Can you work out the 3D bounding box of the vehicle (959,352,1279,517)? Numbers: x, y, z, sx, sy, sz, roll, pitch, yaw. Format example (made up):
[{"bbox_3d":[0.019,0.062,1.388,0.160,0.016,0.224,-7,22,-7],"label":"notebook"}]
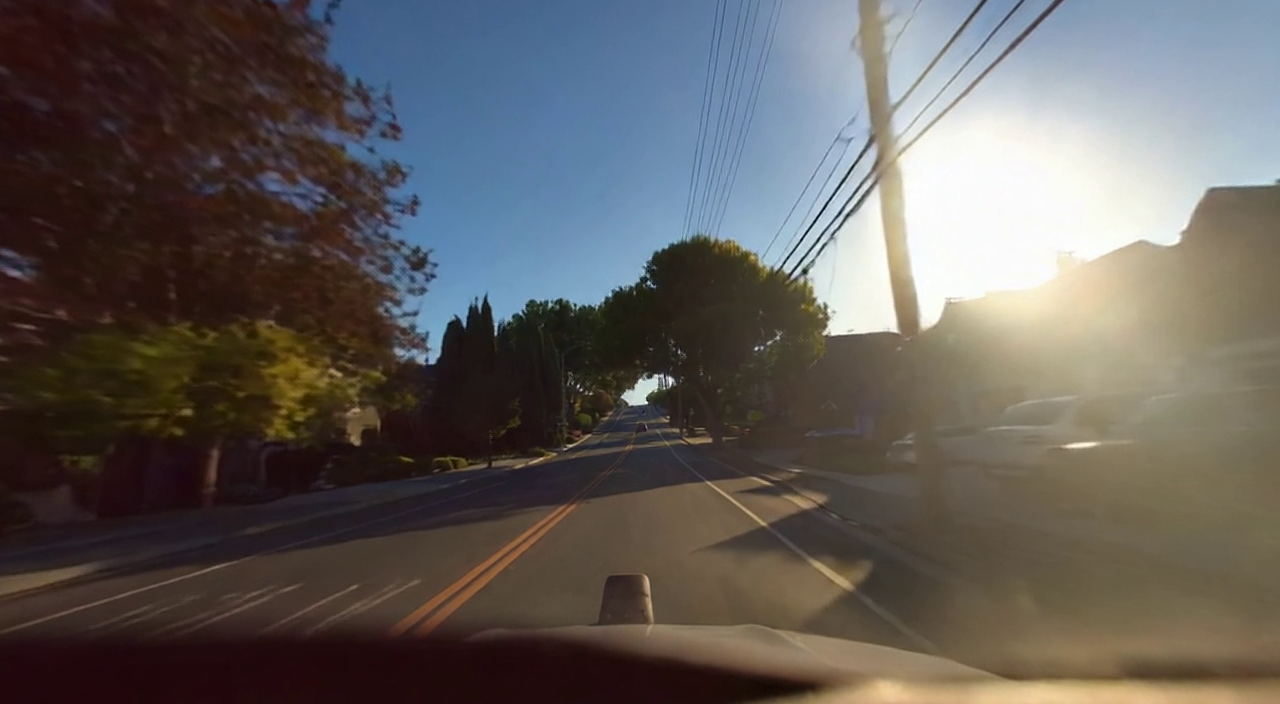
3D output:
[{"bbox_3d":[9.234,1.354,10.730,6.133,2.254,2.383,-3,-10,-2],"label":"vehicle"}]

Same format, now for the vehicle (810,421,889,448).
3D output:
[{"bbox_3d":[15.178,6.008,45.647,5.046,1.548,2.174,-8,-11,25],"label":"vehicle"}]
